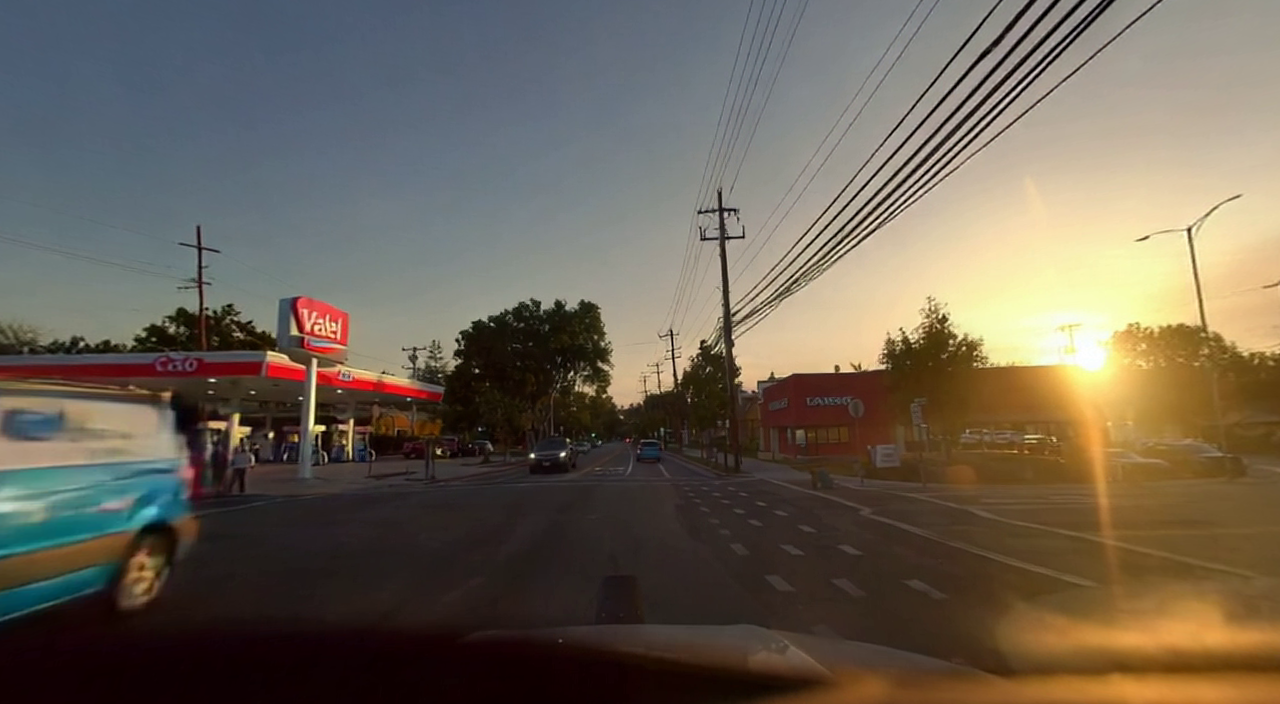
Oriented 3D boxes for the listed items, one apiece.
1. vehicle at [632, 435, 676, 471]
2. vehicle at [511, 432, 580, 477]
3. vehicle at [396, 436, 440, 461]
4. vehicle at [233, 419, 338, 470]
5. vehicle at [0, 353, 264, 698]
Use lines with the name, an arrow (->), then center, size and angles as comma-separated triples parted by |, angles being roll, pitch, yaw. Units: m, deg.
vehicle -> 0.607, 4.997, 31.342 | 2.000, 1.663, 4.271 | 0, -9, -1
vehicle -> -4.154, 4.633, 28.641 | 2.274, 1.844, 4.843 | 0, -9, 1
vehicle -> -16.965, 7.401, 48.498 | 1.890, 1.761, 4.578 | 0, -9, -3
vehicle -> -17.361, 4.591, 31.323 | 2.499, 2.309, 4.613 | 0, -9, -1
vehicle -> -4.758, 1.028, 3.858 | 2.222, 1.931, 4.882 | 1, -9, -5
